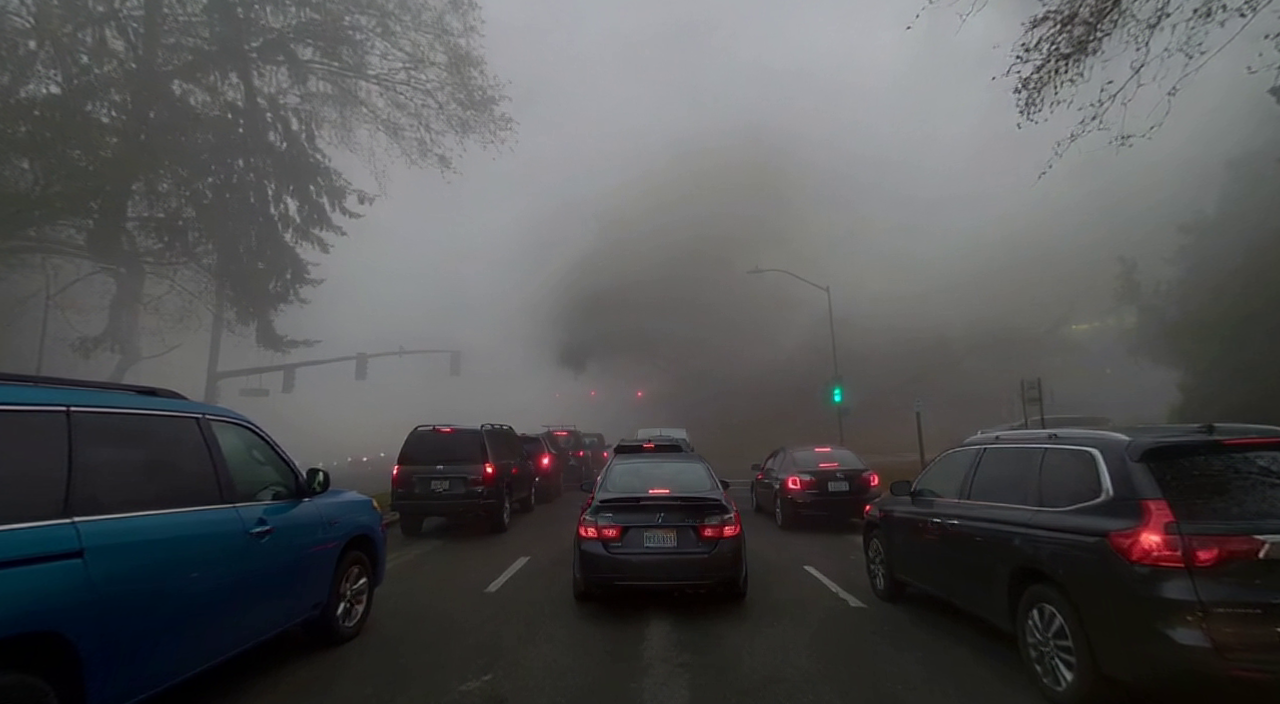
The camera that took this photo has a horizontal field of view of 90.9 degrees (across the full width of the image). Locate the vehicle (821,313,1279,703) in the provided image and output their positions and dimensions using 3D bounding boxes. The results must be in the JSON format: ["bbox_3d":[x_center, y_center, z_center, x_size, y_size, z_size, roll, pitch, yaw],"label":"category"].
[{"bbox_3d":[3.215,1.102,4.728,2.141,1.833,4.704,0,-8,-2],"label":"vehicle"}]

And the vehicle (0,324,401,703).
[{"bbox_3d":[-3.118,0.952,3.295,1.982,1.721,4.261,0,-8,1],"label":"vehicle"}]

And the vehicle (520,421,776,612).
[{"bbox_3d":[0.024,1.596,7.025,2.021,1.490,3.948,0,-8,-1],"label":"vehicle"}]

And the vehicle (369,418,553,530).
[{"bbox_3d":[-3.183,2.298,12.445,2.117,1.772,4.619,0,-8,2],"label":"vehicle"}]
